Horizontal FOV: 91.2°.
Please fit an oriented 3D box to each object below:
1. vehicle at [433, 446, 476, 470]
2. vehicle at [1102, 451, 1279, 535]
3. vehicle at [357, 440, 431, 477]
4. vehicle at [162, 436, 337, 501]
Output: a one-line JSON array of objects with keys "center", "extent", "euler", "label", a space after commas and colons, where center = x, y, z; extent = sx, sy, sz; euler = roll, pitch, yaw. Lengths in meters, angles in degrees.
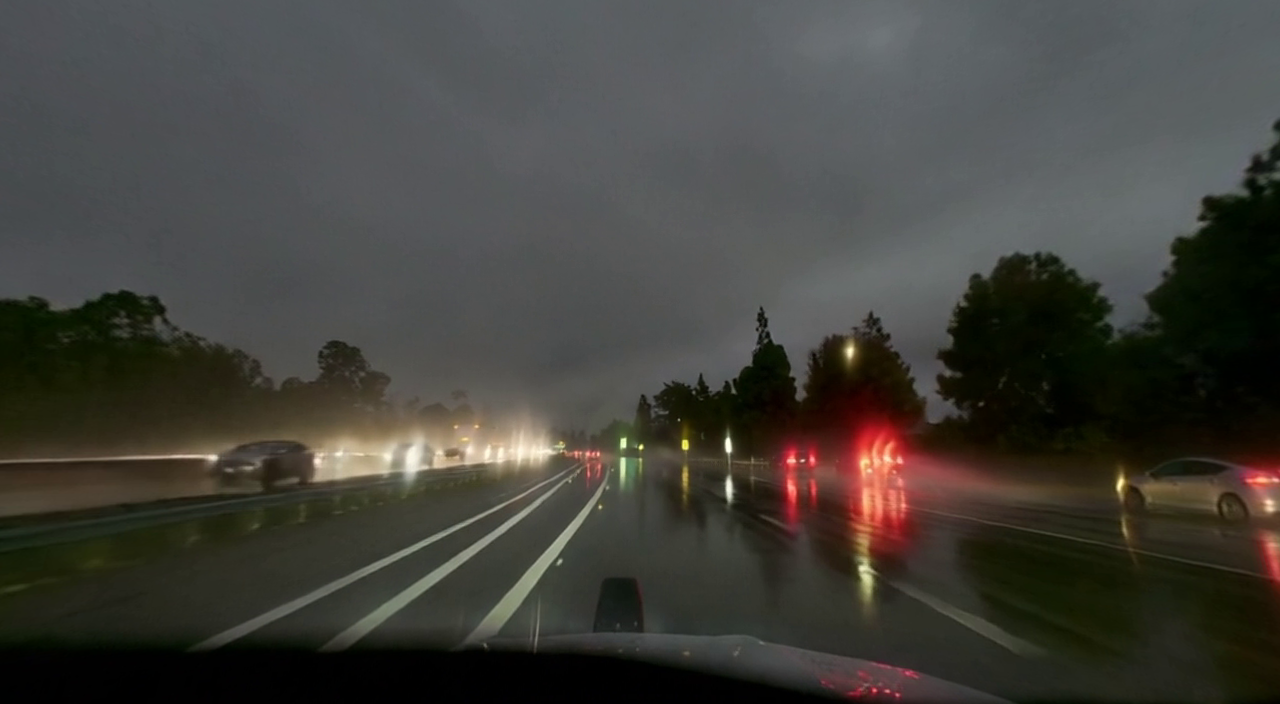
[{"center": [-12.104, 6.948, 41.111], "extent": [1.817, 1.455, 3.867], "euler": [0, -9, -3], "label": "vehicle"}, {"center": [12.946, 2.962, 13.810], "extent": [1.941, 1.536, 4.585], "euler": [0, -9, -1], "label": "vehicle"}, {"center": [-11.357, 4.933, 29.253], "extent": [1.924, 1.579, 4.165], "euler": [0, -9, -3], "label": "vehicle"}, {"center": [-10.405, 3.130, 17.254], "extent": [1.946, 1.519, 4.791], "euler": [0, -9, -3], "label": "vehicle"}]
